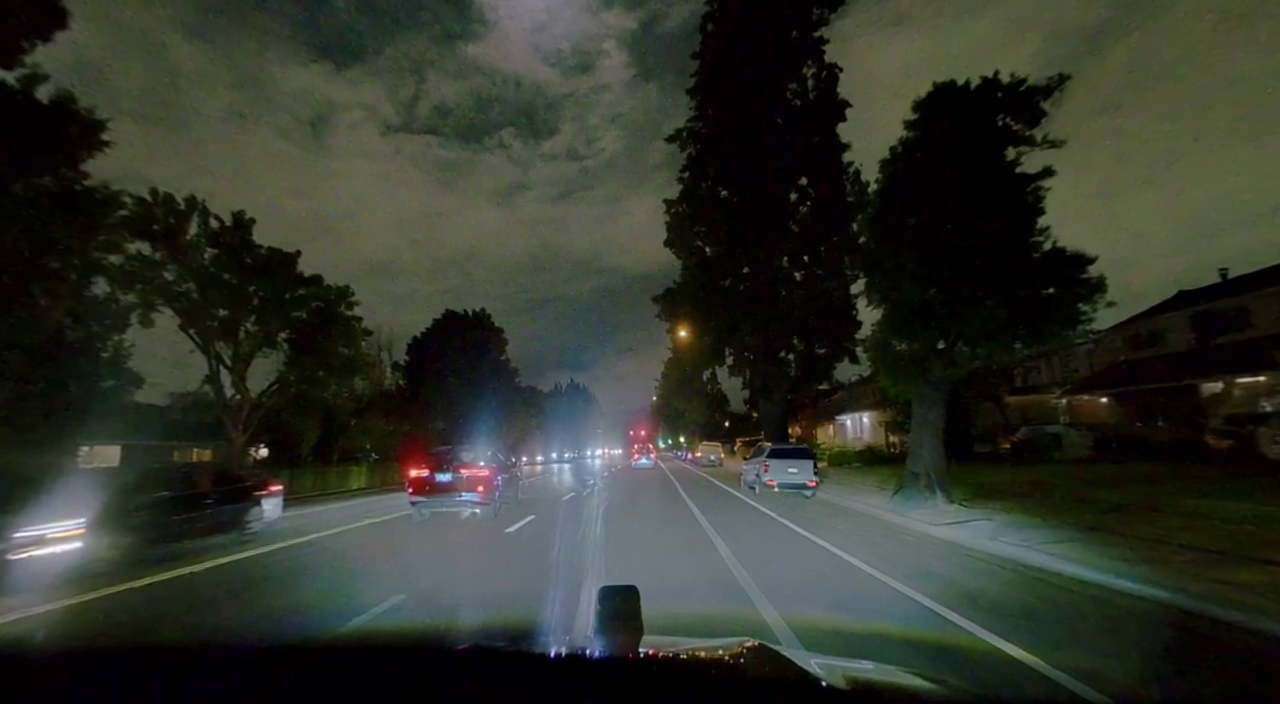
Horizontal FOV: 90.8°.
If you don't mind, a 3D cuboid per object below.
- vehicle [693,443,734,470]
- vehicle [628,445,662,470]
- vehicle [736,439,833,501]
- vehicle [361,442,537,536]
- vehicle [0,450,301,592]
[{"bbox_3d":[4.824,6.972,42.281,2.045,1.702,4.916,0,-9,-1],"label":"vehicle"},{"bbox_3d":[0.352,6.671,40.316,2.088,1.495,4.048,0,-9,1],"label":"vehicle"},{"bbox_3d":[4.065,3.372,18.446,1.897,1.589,4.053,0,-9,0],"label":"vehicle"},{"bbox_3d":[-3.430,2.530,12.377,2.027,1.477,4.413,0,-9,1],"label":"vehicle"},{"bbox_3d":[-7.372,2.265,9.431,1.977,1.538,4.447,-1,-9,3],"label":"vehicle"}]
